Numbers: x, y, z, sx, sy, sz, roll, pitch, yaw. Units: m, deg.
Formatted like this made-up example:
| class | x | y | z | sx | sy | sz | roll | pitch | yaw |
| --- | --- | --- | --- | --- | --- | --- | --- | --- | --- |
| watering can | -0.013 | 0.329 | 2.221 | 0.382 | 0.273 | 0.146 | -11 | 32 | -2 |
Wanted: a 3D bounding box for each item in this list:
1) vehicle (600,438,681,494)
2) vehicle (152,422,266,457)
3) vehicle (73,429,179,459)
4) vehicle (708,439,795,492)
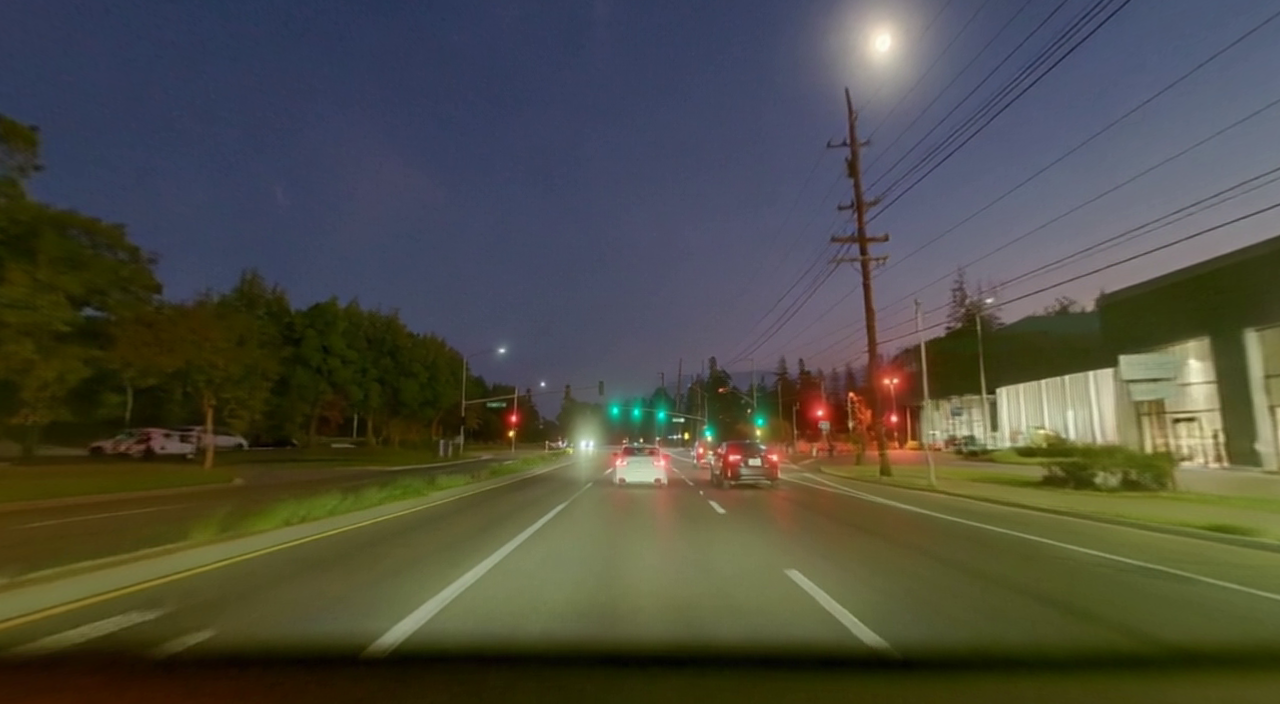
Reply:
| class | x | y | z | sx | sy | sz | roll | pitch | yaw |
| --- | --- | --- | --- | --- | --- | --- | --- | --- | --- |
| vehicle | -0.020 | 3.321 | 18.730 | 2.144 | 1.473 | 4.028 | 0 | -8 | -1 |
| vehicle | -28.978 | 5.966 | 42.757 | 2.878 | 2.172 | 7.057 | 0 | -8 | -1 |
| vehicle | -28.335 | 5.120 | 34.950 | 1.908 | 1.553 | 4.979 | 1 | -8 | -4 |
| vehicle | 3.379 | 3.517 | 19.886 | 1.985 | 1.489 | 4.036 | 0 | -8 | -1 |
